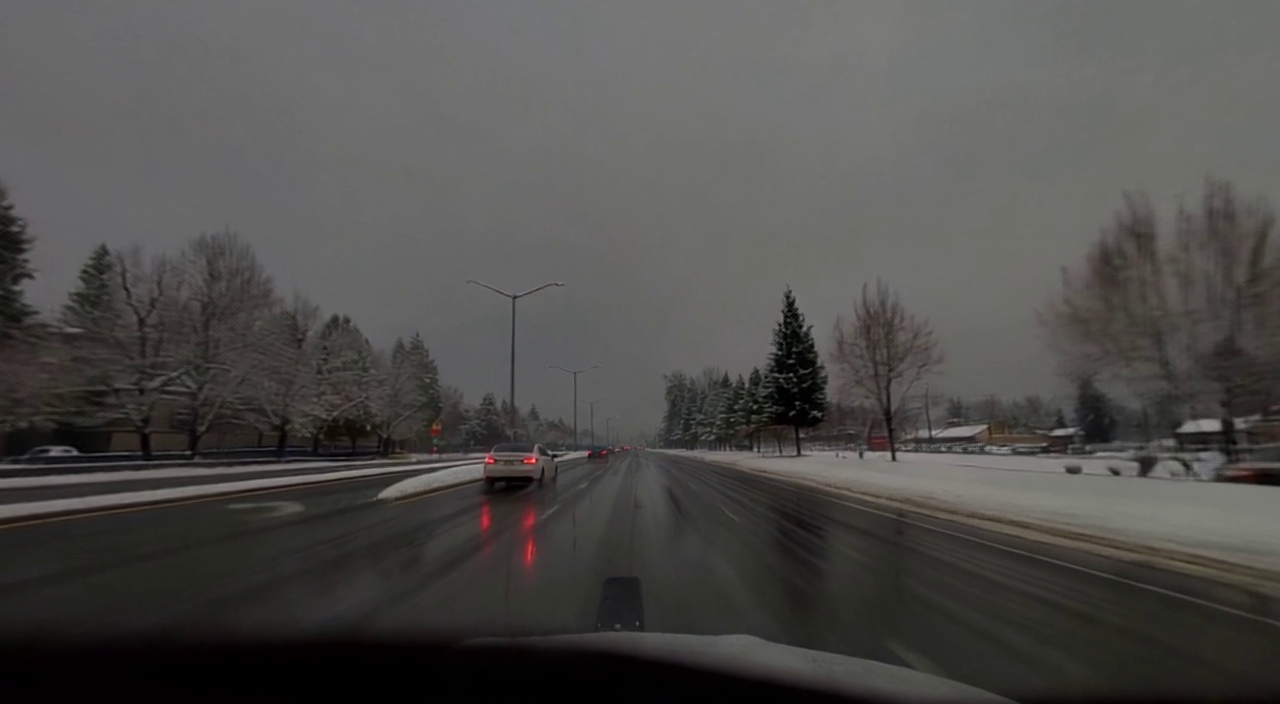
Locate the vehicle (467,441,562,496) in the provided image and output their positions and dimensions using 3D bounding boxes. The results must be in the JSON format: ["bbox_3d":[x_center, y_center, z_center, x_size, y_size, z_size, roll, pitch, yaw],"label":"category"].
[{"bbox_3d":[-3.679,3.495,19.353,2.003,1.454,4.484,0,-9,0],"label":"vehicle"}]
